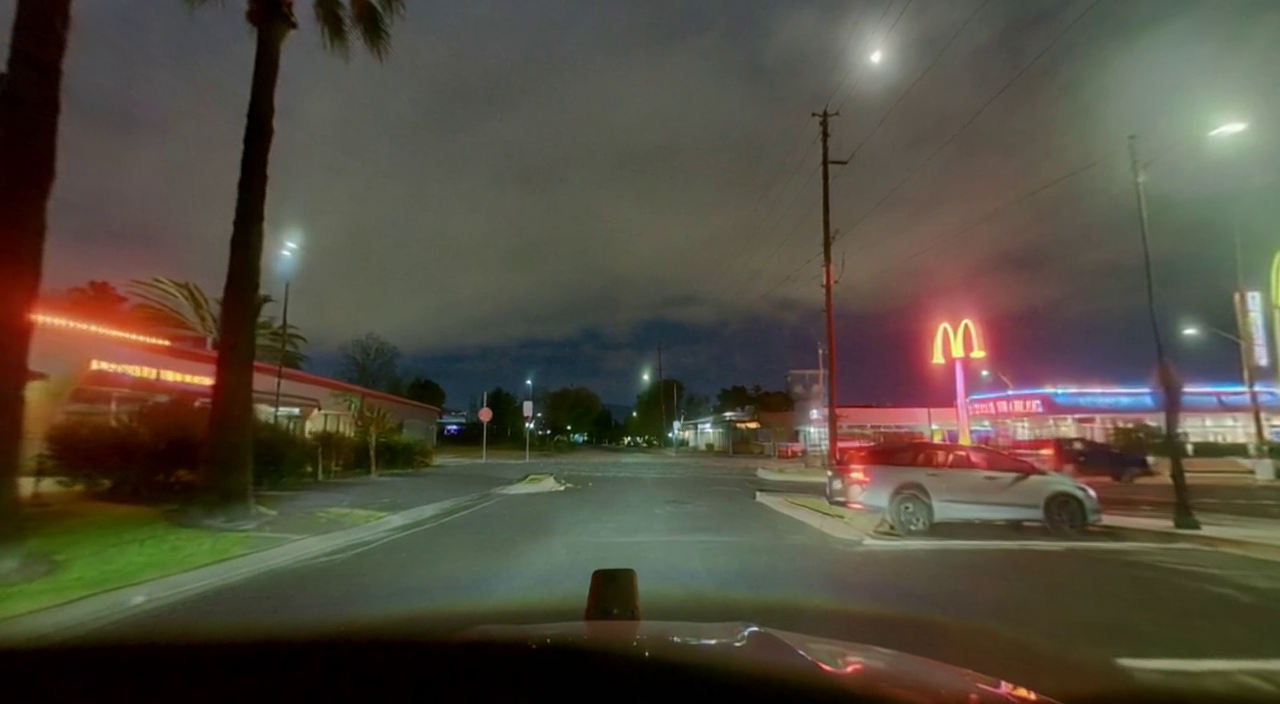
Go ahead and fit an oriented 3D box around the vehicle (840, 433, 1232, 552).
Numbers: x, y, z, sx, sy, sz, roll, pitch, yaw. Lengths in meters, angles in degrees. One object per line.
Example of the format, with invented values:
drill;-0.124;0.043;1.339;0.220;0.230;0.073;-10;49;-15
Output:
vehicle;5.776;2.023;9.621;4.742;1.506;1.919;0;-8;-5
